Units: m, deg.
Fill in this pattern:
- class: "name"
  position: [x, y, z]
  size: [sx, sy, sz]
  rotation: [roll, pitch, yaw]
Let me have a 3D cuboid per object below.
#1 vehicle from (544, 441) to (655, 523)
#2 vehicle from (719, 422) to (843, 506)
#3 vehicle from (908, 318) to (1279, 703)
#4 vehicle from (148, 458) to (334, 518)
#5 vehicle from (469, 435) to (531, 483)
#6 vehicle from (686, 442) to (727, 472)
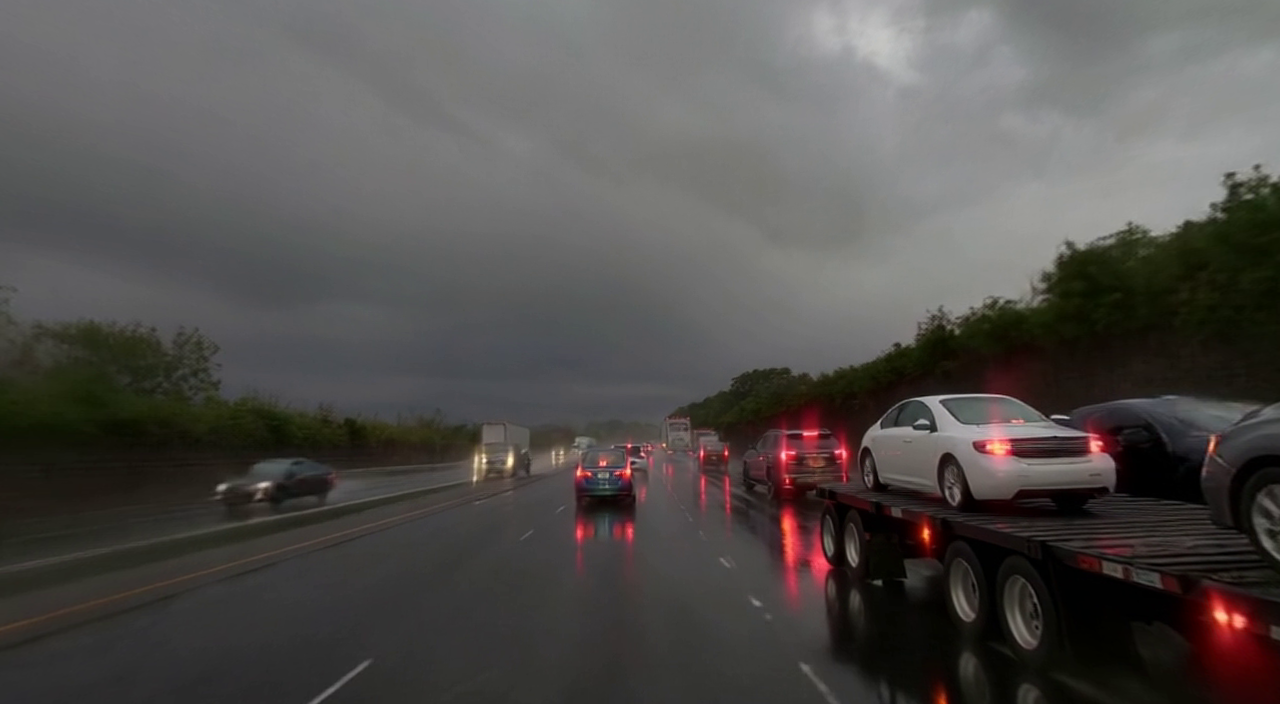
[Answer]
- class: "vehicle"
  position: [-0.712, 2.644, 13.258]
  size: [1.991, 1.466, 3.675]
  rotation: [0, -9, 0]
- class: "vehicle"
  position: [3.469, 2.878, 16.421]
  size: [2.303, 1.889, 3.920]
  rotation: [0, -9, 0]
- class: "vehicle"
  position: [3.492, 0.937, 3.573]
  size: [1.959, 1.783, 4.407]
  rotation: [0, -9, 0]
- class: "vehicle"
  position: [-11.811, 4.039, 19.235]
  size: [2.431, 1.508, 4.935]
  rotation: [0, -9, 0]
- class: "vehicle"
  position: [-8.277, 6.390, 37.976]
  size: [2.385, 2.627, 5.771]
  rotation: [0, -9, 0]
- class: "vehicle"
  position: [3.854, 6.185, 37.217]
  size: [1.938, 1.660, 4.223]
  rotation: [0, -9, -1]
